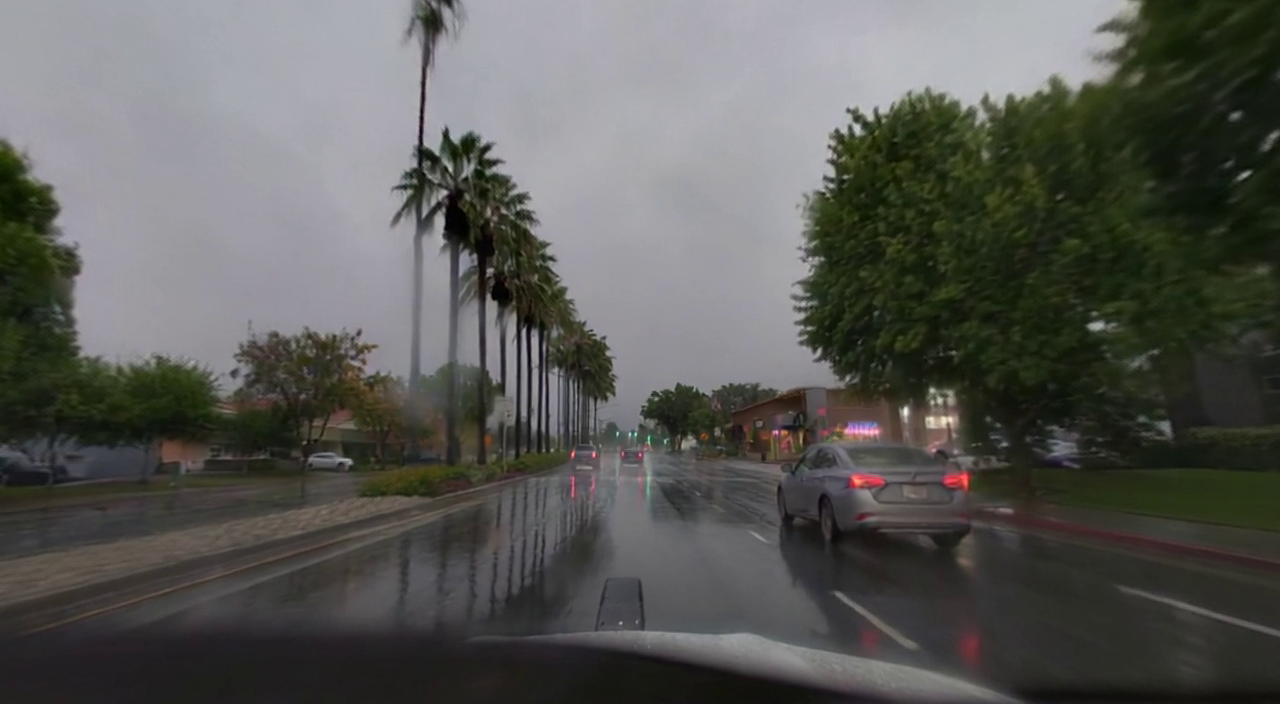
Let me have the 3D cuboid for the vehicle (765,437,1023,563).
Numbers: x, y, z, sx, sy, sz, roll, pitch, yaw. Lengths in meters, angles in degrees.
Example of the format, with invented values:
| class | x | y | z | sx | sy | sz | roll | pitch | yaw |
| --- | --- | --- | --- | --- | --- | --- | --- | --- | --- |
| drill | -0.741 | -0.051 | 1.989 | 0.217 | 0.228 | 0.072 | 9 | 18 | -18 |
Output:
| class | x | y | z | sx | sy | sz | roll | pitch | yaw |
| --- | --- | --- | --- | --- | --- | --- | --- | --- | --- |
| vehicle | 3.571 | 2.168 | 10.061 | 2.090 | 1.503 | 4.566 | 0 | -9 | -2 |

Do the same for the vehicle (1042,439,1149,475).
| class | x | y | z | sx | sy | sz | roll | pitch | yaw |
| --- | --- | --- | --- | --- | --- | --- | --- | --- | --- |
| vehicle | 20.729 | 4.800 | 28.956 | 1.909 | 1.511 | 3.835 | 0 | -9 | -2 |

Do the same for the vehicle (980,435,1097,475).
| class | x | y | z | sx | sy | sz | roll | pitch | yaw |
| --- | --- | --- | --- | --- | --- | --- | --- | --- | --- |
| vehicle | 18.067 | 4.716 | 29.021 | 2.005 | 1.635 | 4.944 | 0 | -9 | -2 |

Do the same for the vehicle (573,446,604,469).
| class | x | y | z | sx | sy | sz | roll | pitch | yaw |
| --- | --- | --- | --- | --- | --- | --- | --- | --- | --- |
| vehicle | -3.969 | 8.264 | 49.627 | 2.071 | 1.744 | 4.500 | 0 | -9 | 0 |

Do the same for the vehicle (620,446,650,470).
| class | x | y | z | sx | sy | sz | roll | pitch | yaw |
| --- | --- | --- | --- | --- | --- | --- | --- | --- | --- |
| vehicle | -0.392 | 7.598 | 45.380 | 2.102 | 1.653 | 3.698 | 0 | -9 | -1 |

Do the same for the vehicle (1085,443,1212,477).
| class | x | y | z | sx | sy | sz | roll | pitch | yaw |
| --- | --- | --- | --- | --- | --- | --- | --- | --- | --- |
| vehicle | 23.170 | 4.926 | 29.045 | 2.094 | 1.433 | 4.216 | 0 | -9 | -5 |
